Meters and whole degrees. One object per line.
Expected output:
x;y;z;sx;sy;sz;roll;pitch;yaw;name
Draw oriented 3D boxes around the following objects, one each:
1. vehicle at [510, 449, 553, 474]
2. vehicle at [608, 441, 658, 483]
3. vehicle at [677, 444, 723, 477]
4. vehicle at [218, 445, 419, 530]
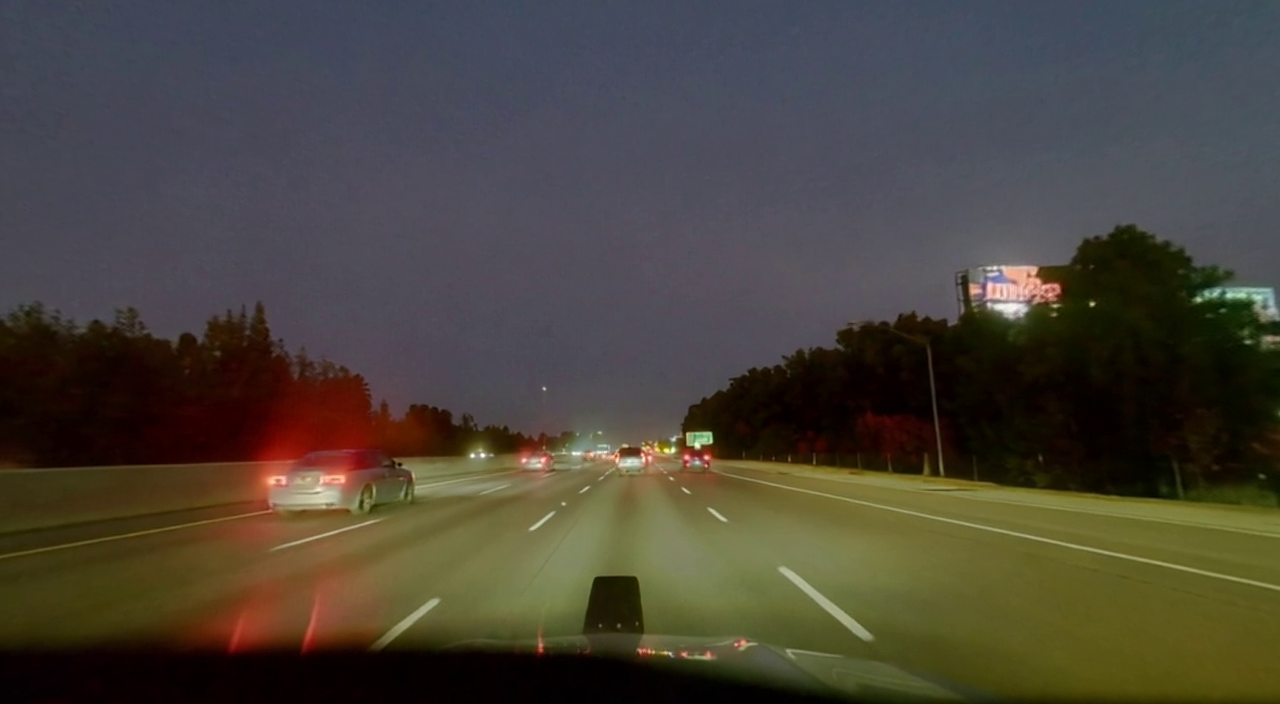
-6.893;7.033;40.556;1.892;1.468;4.792;0;-9;0;vehicle
-0.311;4.998;28.994;2.127;1.749;4.776;0;-9;0;vehicle
3.251;5.962;34.859;1.925;1.716;4.378;0;-9;-2;vehicle
-6.656;2.816;13.807;1.918;1.509;4.736;0;-9;0;vehicle
